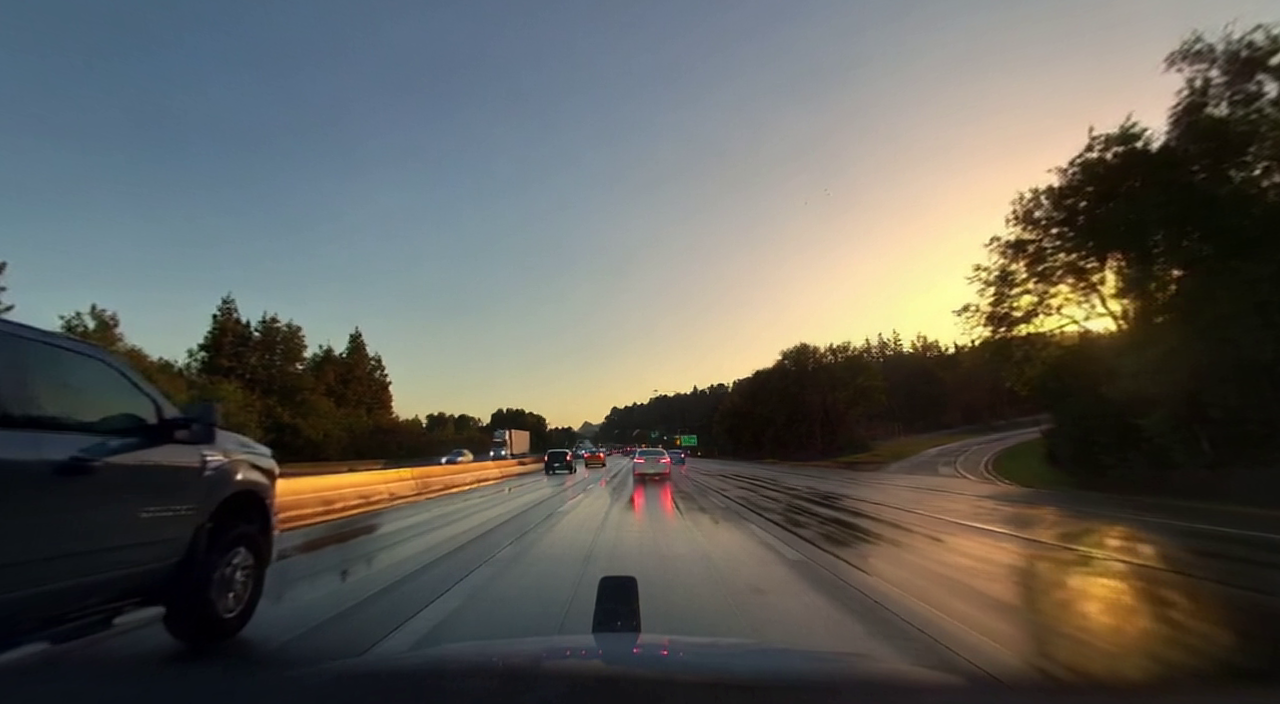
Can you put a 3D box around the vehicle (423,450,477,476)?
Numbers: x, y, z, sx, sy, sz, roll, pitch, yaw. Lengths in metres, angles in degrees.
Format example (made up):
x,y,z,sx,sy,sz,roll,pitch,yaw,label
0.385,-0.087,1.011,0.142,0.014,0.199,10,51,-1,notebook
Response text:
x,y,z,sx,sy,sz,roll,pitch,yaw,label
-12.464,7.290,41.454,2.066,1.613,4.576,-1,-9,2,vehicle

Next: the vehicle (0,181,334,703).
x,y,z,sx,sy,sz,roll,pitch,yaw,label
-4.001,0.488,2.499,2.523,2.458,6.022,0,-9,0,vehicle

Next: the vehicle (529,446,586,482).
x,y,z,sx,sy,sz,roll,pitch,yaw,label
-3.692,5.092,28.761,1.940,1.502,4.463,0,-9,1,vehicle

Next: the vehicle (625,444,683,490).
x,y,z,sx,sy,sz,roll,pitch,yaw,label
0.453,4.304,23.779,2.015,1.526,4.286,0,-9,-1,vehicle
